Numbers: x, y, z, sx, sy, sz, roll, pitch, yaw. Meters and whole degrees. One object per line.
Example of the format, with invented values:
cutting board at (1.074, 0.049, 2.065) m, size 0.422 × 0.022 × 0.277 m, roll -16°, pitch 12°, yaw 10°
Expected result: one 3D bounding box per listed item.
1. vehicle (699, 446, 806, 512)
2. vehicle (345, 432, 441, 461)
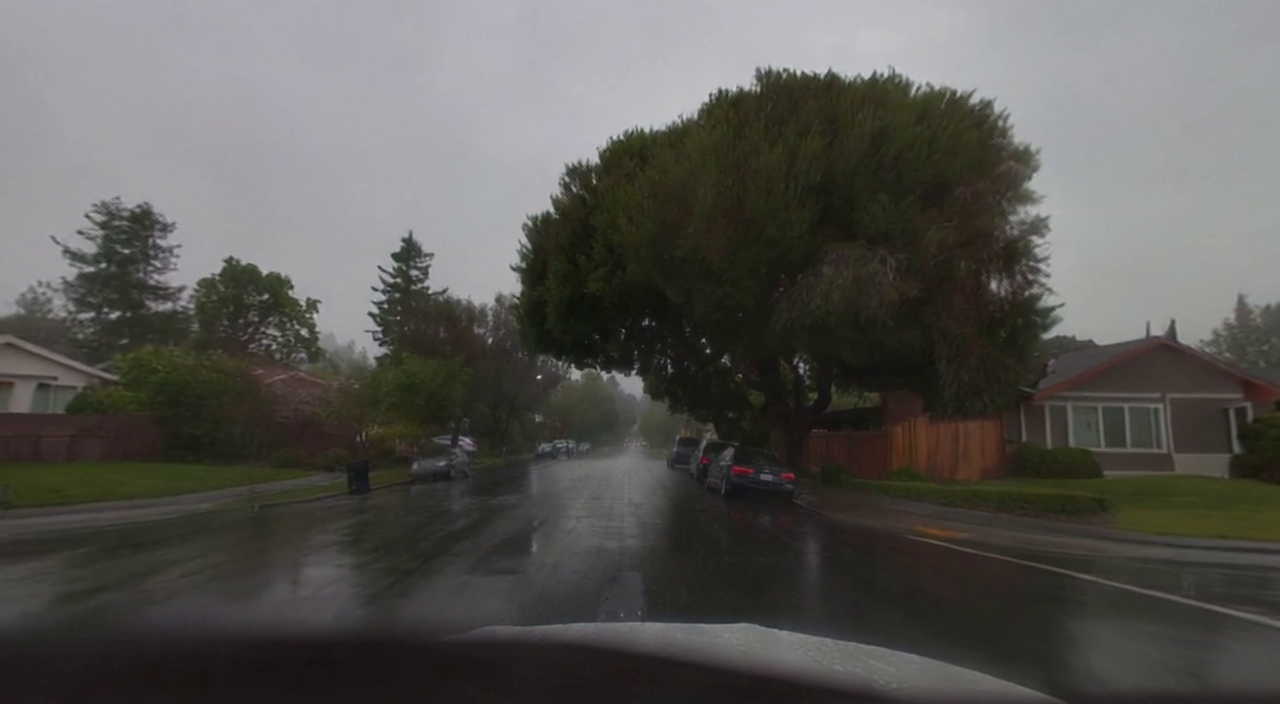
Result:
vehicle at (2.827, 3.284, 16.880) m, size 1.881 × 1.487 × 4.183 m, roll 1°, pitch -8°, yaw -3°
vehicle at (-13.456, 5.187, 34.662) m, size 4.423 × 1.522 × 1.961 m, roll 0°, pitch -8°, yaw -2°
